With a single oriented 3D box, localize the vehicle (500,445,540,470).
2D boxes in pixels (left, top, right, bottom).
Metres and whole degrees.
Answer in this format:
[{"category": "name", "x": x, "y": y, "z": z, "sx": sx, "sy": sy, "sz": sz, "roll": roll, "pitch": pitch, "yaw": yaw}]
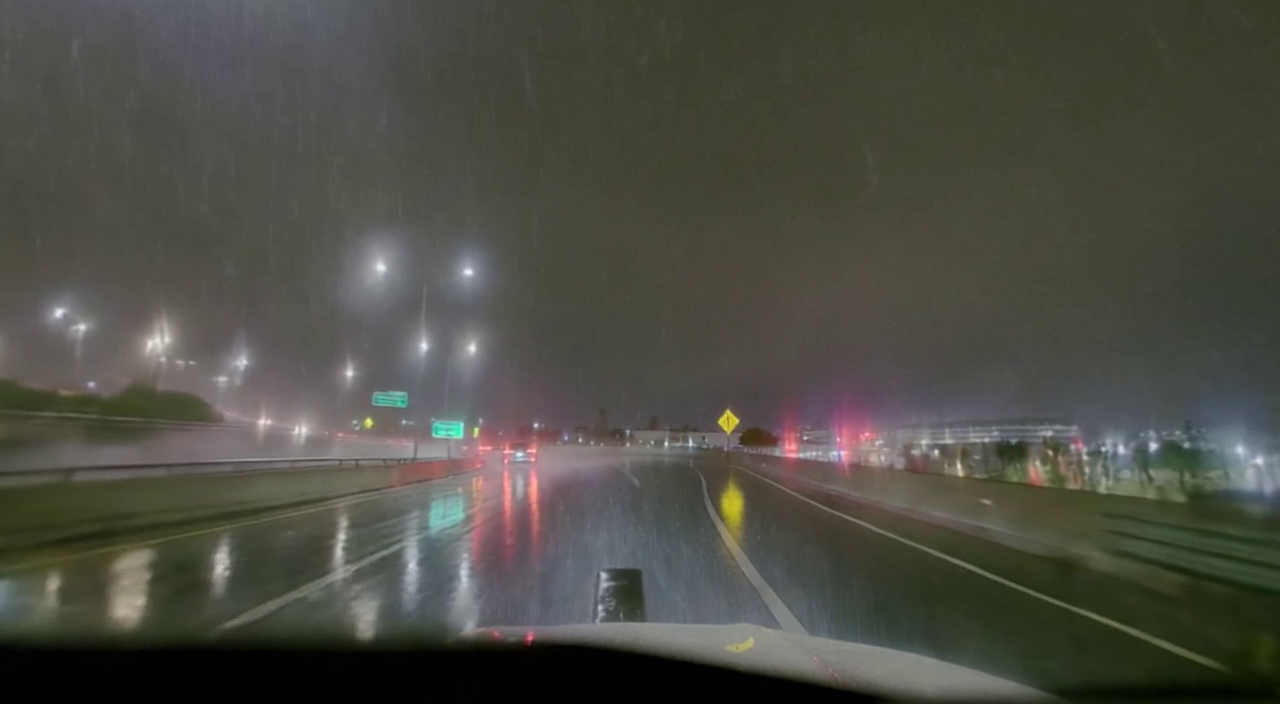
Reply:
[{"category": "vehicle", "x": -7.922, "y": 7.001, "z": 42.068, "sx": 2.234, "sy": 1.588, "sz": 4.484, "roll": 1, "pitch": -9, "yaw": -6}]
